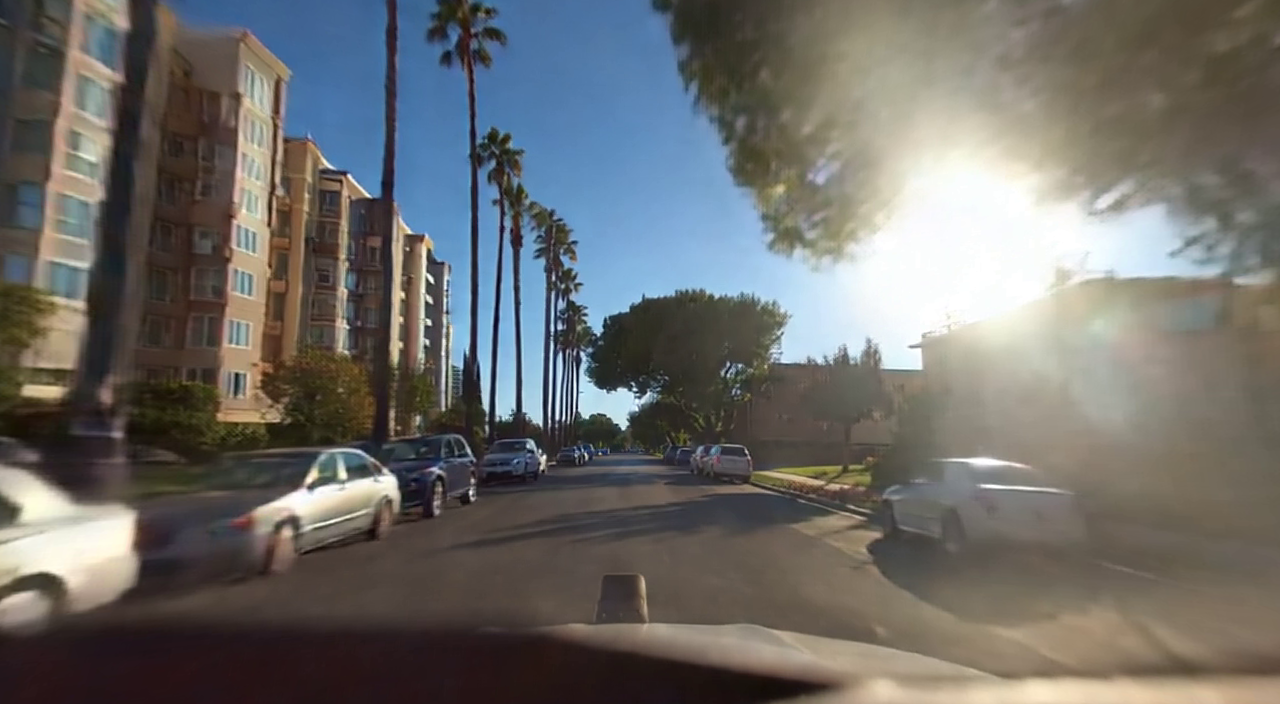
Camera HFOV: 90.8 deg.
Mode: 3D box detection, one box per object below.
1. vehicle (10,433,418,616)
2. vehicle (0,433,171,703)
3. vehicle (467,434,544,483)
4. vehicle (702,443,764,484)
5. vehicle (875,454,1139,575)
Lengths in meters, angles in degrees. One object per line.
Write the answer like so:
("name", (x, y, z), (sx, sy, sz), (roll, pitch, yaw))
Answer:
("vehicle", (-4.390, 1.797, 7.594), (1.840, 1.464, 4.368), (2, -9, -1))
("vehicle", (-4.425, 0.972, 2.079), (2.066, 1.506, 4.719), (1, -9, 1))
("vehicle", (-5.735, 4.658, 27.830), (2.358, 1.905, 5.615), (0, -9, -2))
("vehicle", (4.333, 5.276, 30.287), (1.969, 1.782, 4.677), (1, -9, -4))
("vehicle", (5.293, 2.337, 9.774), (1.812, 1.461, 3.575), (0, -9, -2))
